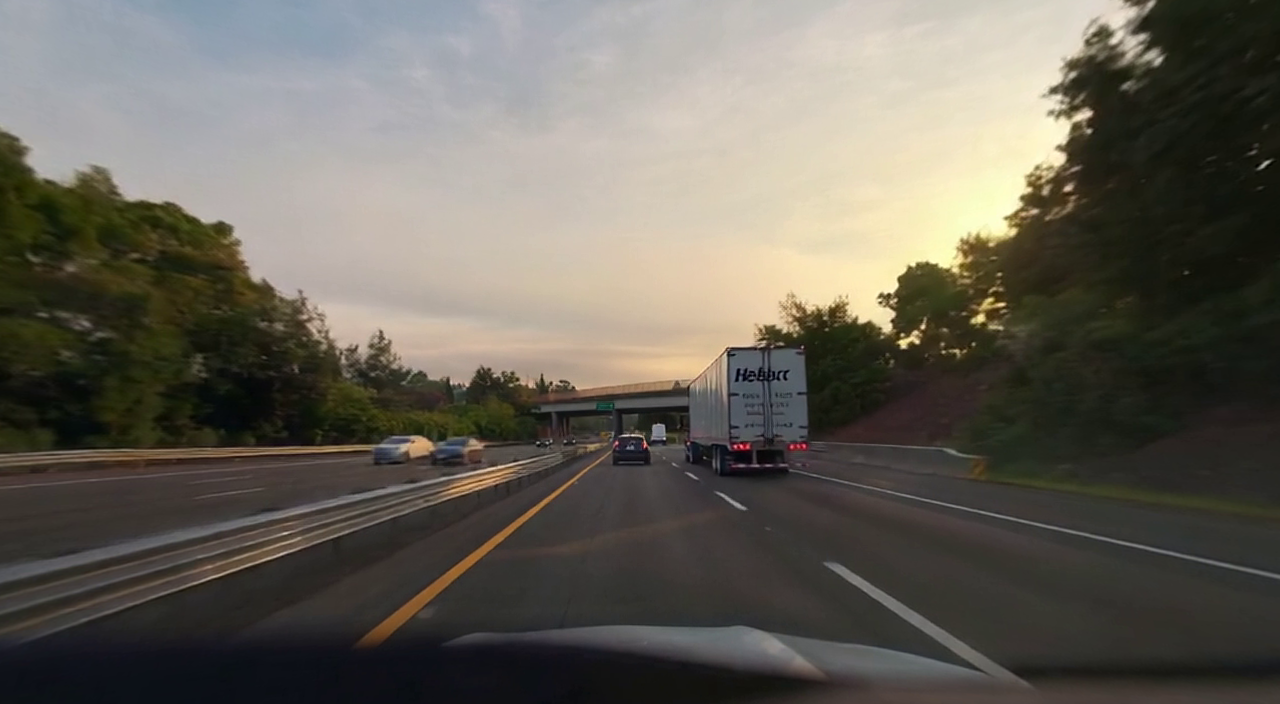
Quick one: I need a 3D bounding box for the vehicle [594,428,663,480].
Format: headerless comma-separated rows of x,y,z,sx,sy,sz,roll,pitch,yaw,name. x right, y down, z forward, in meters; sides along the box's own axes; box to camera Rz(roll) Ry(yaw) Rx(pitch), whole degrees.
-0.391,3.383,21.262,2.095,1.557,3.963,0,-8,-1,vehicle

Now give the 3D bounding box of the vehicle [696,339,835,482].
3.978,2.304,22.793,2.853,4.038,9.831,0,-8,-1,vehicle

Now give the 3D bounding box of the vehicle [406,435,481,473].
-8.549,4.442,27.803,1.947,1.480,4.576,0,-8,-1,vehicle
